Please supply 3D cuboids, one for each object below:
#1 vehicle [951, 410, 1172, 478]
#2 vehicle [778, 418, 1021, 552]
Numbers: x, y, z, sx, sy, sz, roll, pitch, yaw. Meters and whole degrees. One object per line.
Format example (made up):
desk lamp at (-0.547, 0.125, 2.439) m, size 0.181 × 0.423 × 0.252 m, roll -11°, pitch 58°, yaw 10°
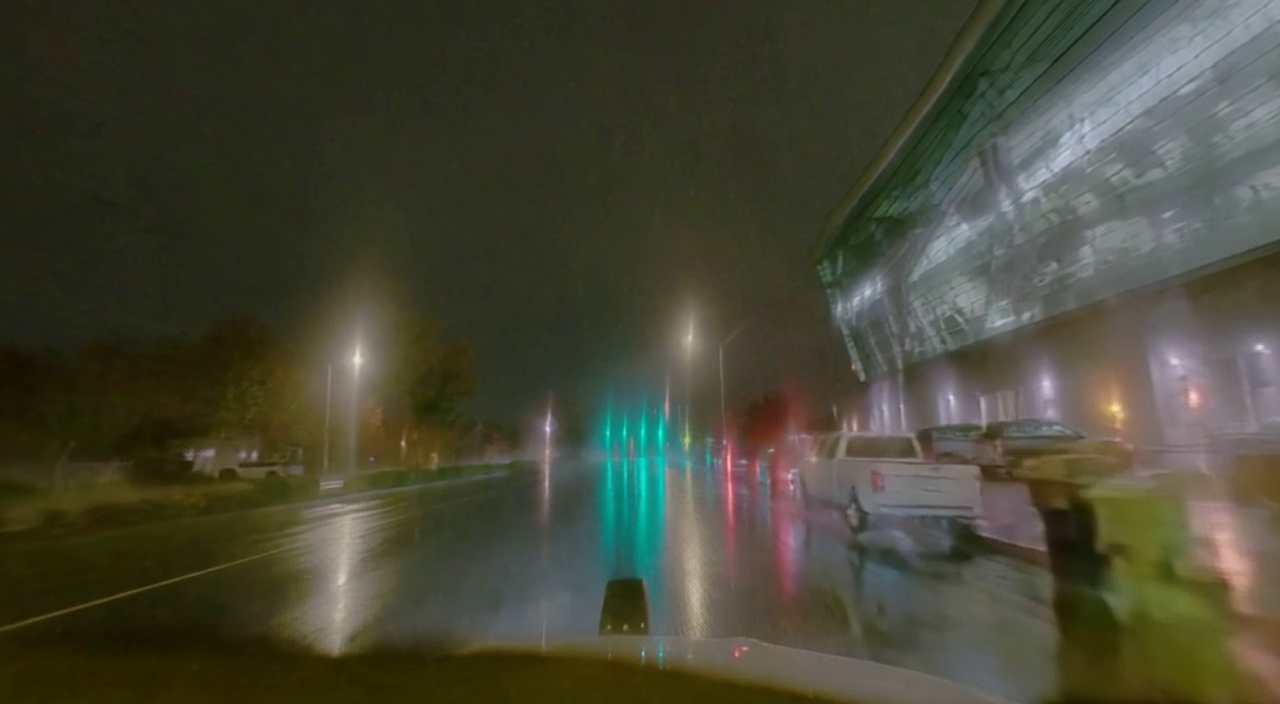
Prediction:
vehicle at (12.055, 2.692, 18.373) m, size 4.778 × 1.520 × 2.020 m, roll -5°, pitch -9°, yaw 7°
vehicle at (4.048, 2.170, 11.102) m, size 2.078 × 1.771 × 5.174 m, roll 0°, pitch -8°, yaw 0°
